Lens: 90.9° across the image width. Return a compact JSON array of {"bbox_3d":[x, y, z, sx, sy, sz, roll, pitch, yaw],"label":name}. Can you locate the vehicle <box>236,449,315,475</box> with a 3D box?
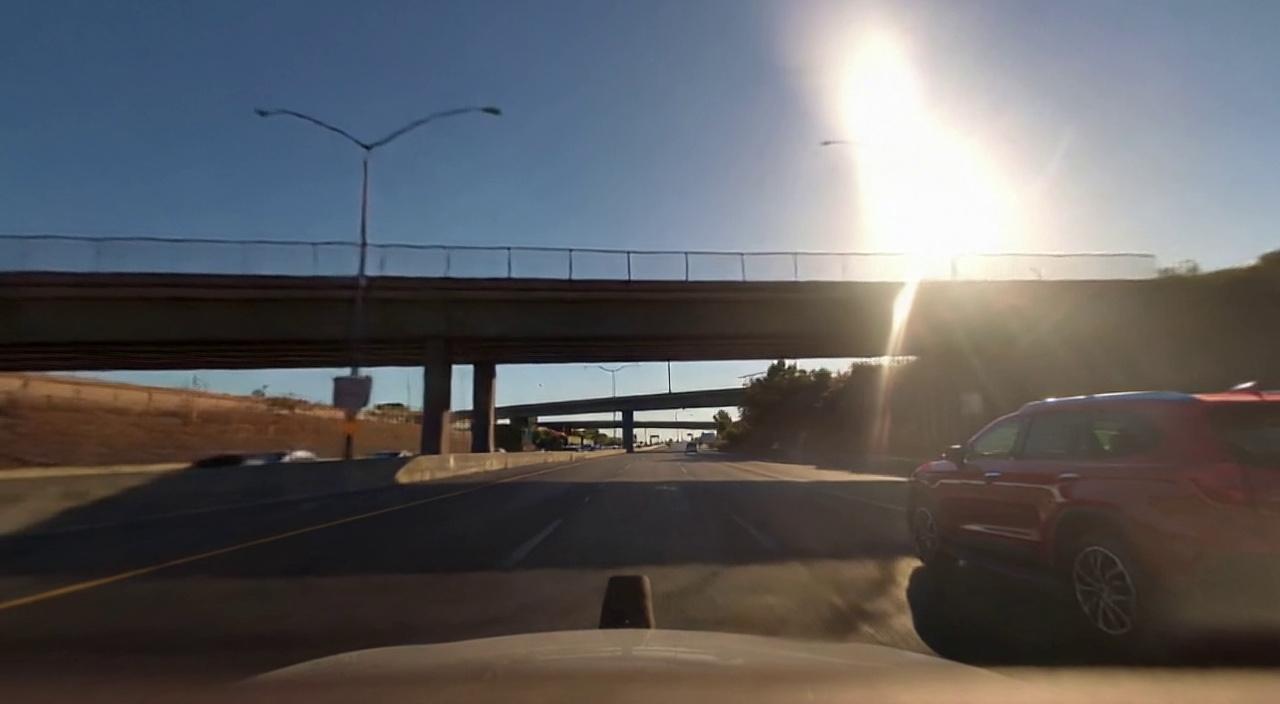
[{"bbox_3d":[-26.471,7.998,46.018,2.082,1.711,5.080,-2,-9,10],"label":"vehicle"}]

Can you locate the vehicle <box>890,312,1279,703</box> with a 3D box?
[{"bbox_3d":[3.527,0.955,4.022,2.019,1.732,4.579,0,-9,1],"label":"vehicle"}]
